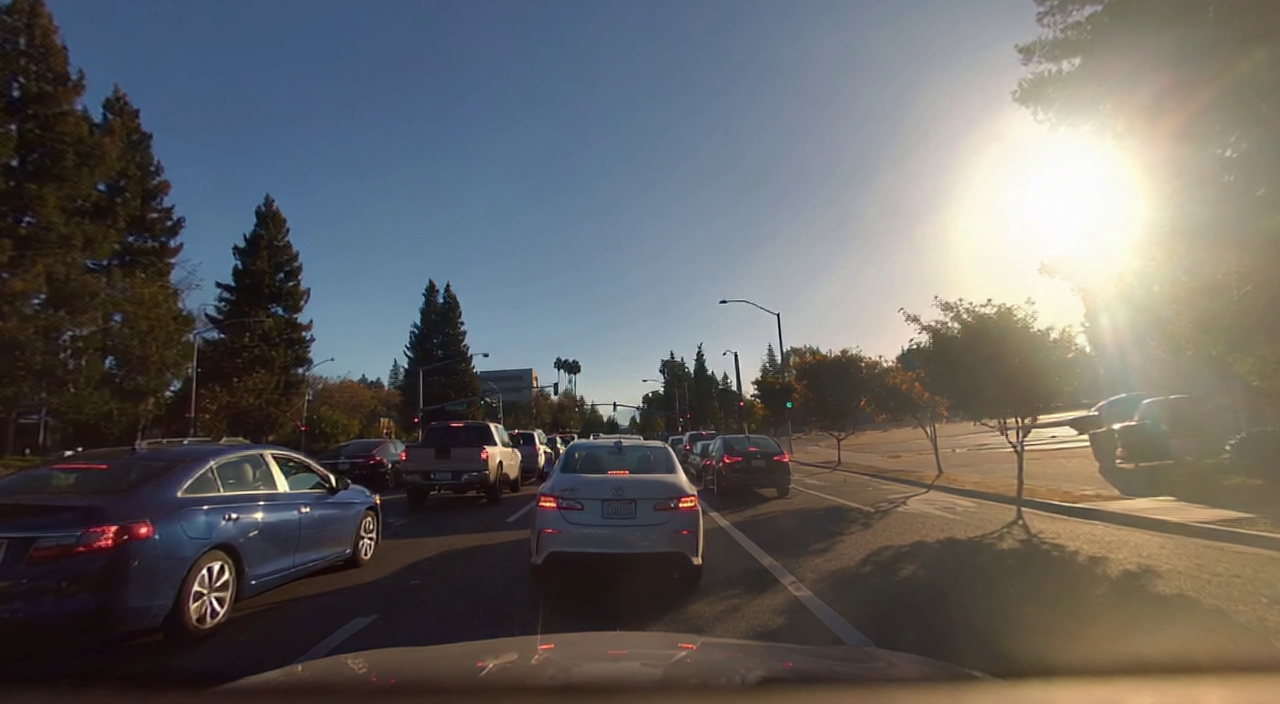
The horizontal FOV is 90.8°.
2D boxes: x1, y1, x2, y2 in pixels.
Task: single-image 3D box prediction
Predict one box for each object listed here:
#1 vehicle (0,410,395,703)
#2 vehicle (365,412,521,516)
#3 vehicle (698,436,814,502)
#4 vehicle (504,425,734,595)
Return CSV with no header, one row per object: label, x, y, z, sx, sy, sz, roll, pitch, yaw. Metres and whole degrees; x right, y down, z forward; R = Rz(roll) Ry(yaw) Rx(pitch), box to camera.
vehicle,-3.864,1.346,5.244,1.985,1.467,4.224,0,-9,-1
vehicle,-4.038,2.381,13.894,2.054,1.881,4.469,0,-8,-1
vehicle,2.804,2.952,16.416,1.978,1.452,4.381,0,-8,-3
vehicle,-0.233,1.678,7.617,2.007,1.467,4.059,0,-8,-2
